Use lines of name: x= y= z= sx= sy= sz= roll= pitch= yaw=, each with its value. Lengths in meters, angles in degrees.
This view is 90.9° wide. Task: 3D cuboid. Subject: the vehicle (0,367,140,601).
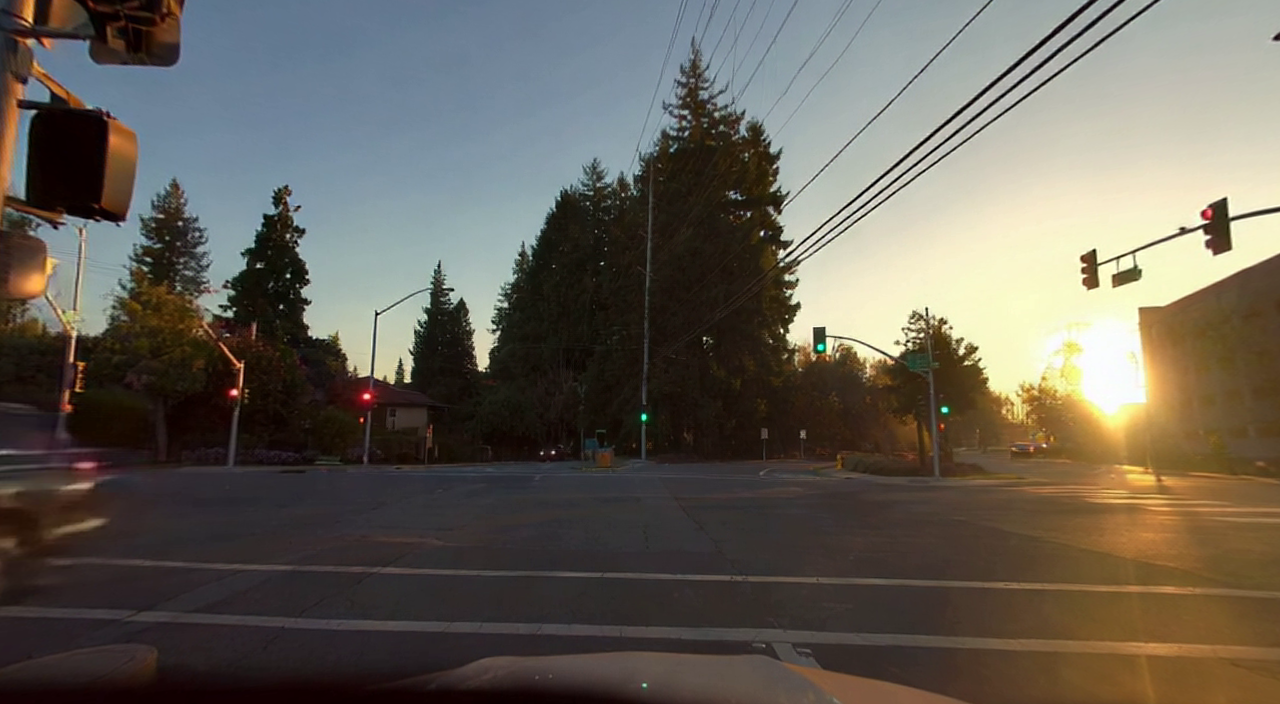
vehicle: x=-6.091 y=0.810 z=3.437 sx=2.234 sy=1.796 sz=5.416 roll=0 pitch=-8 yaw=0
